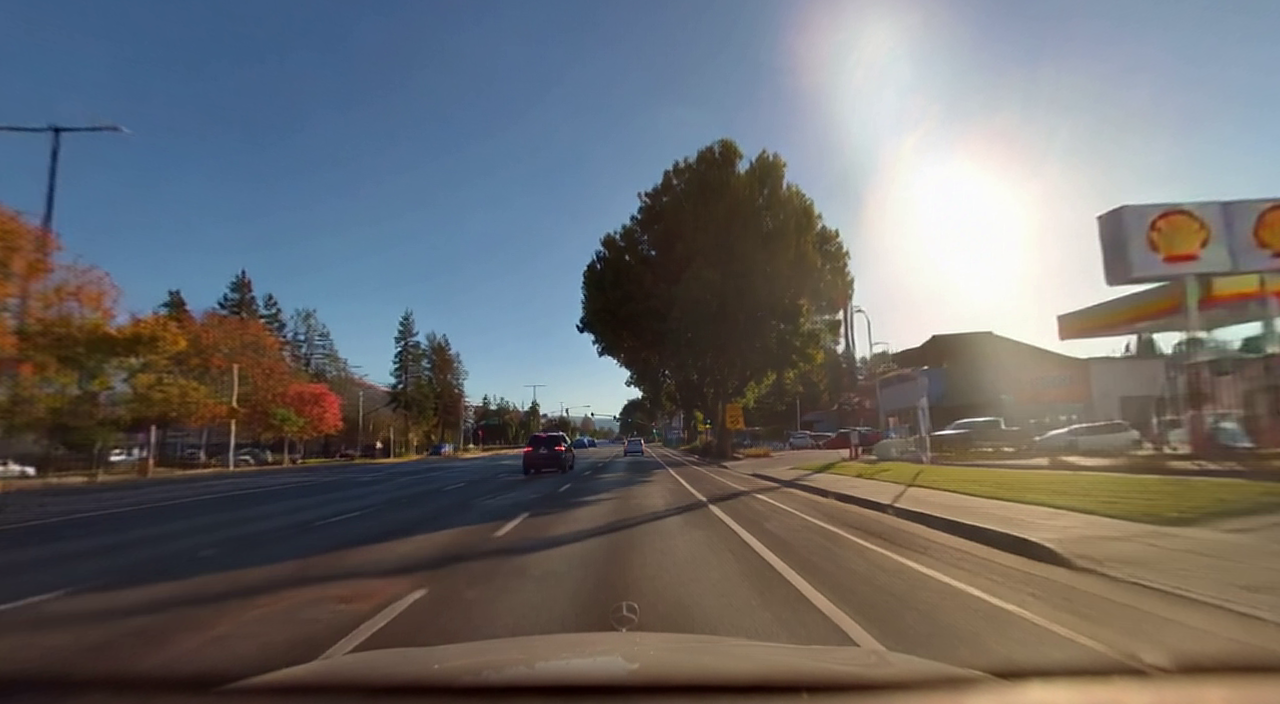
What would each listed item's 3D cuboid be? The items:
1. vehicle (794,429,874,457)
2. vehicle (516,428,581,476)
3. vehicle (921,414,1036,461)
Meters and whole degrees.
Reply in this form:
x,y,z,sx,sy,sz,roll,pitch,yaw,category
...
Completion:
x,y,z,sx,sy,sz,roll,pitch,yaw,category
12.873,6.069,42.093,4.612,1.491,2.061,-4,-8,2,vehicle
-3.648,4.080,26.003,1.985,1.772,4.479,0,-8,0,vehicle
14.347,3.706,27.196,2.041,1.793,5.054,0,-8,-2,vehicle
